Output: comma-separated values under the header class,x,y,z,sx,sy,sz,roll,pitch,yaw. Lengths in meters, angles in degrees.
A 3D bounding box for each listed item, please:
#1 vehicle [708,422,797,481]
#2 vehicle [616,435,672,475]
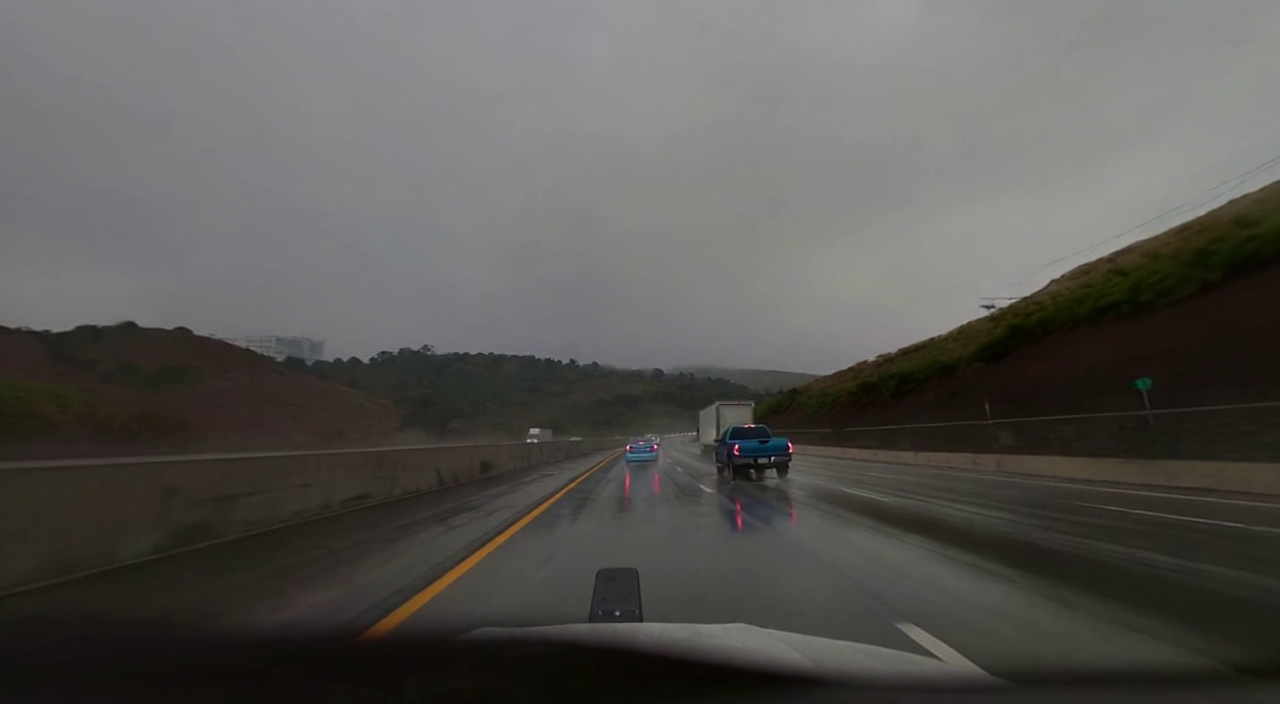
class,x,y,z,sx,sy,sz,roll,pitch,yaw
vehicle,3.718,3.426,21.828,2.098,1.794,4.561,0,-9,-2
vehicle,0.136,4.134,25.607,2.083,1.477,3.965,0,-9,0
